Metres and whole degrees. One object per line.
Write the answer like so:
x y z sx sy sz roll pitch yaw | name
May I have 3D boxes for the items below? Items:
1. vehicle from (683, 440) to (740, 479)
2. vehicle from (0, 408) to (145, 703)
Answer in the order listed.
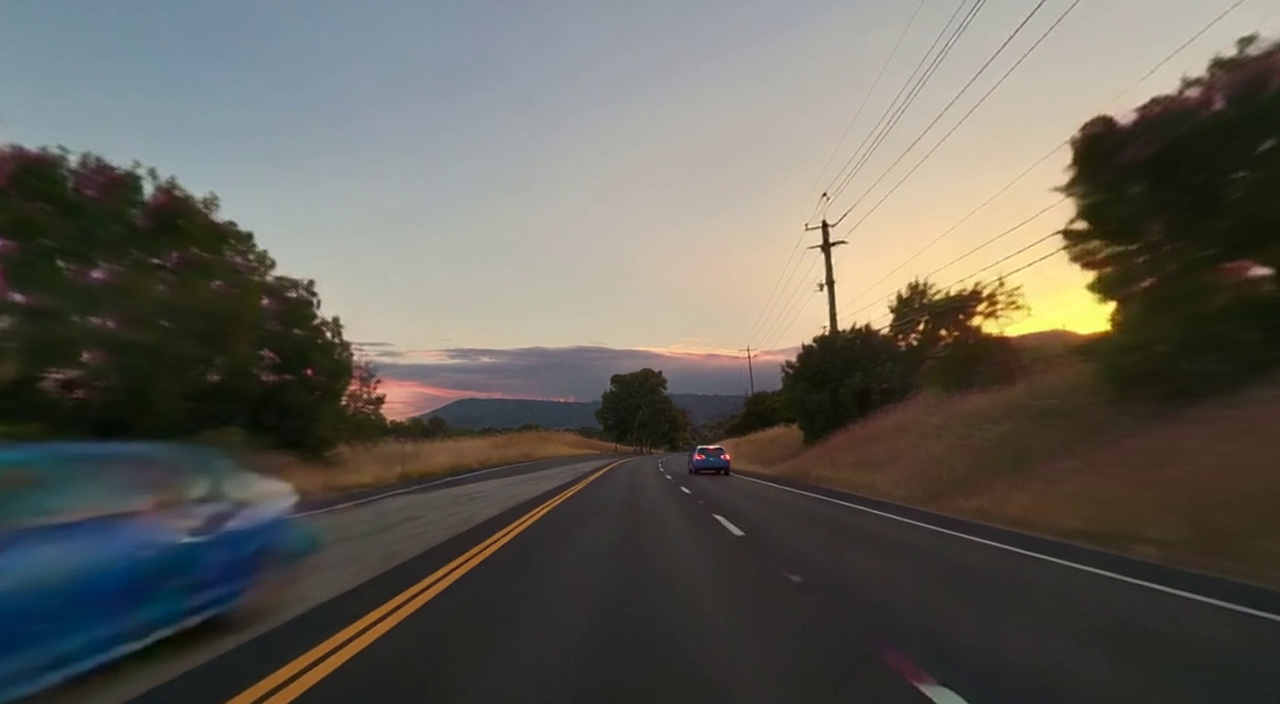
3.289 5.021 29.749 2.135 1.692 4.185 0 -9 -1 | vehicle
-4.283 0.848 1.880 2.022 1.506 4.438 0 -9 0 | vehicle
